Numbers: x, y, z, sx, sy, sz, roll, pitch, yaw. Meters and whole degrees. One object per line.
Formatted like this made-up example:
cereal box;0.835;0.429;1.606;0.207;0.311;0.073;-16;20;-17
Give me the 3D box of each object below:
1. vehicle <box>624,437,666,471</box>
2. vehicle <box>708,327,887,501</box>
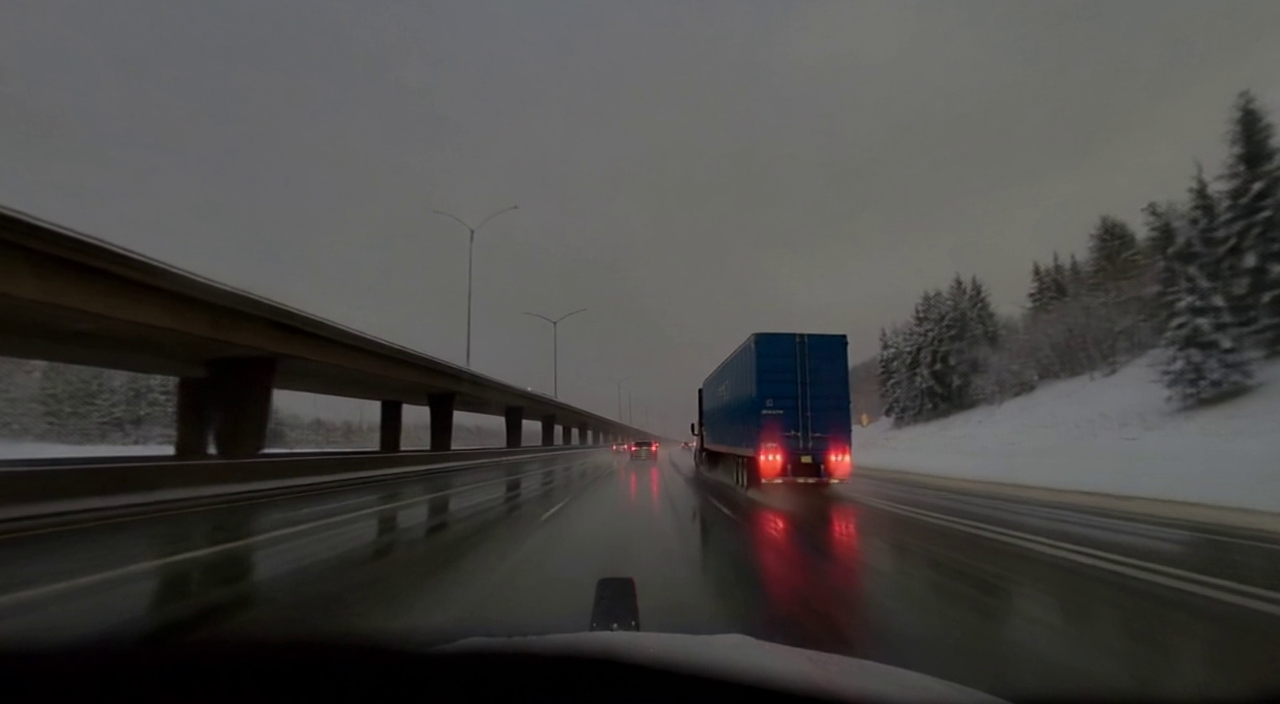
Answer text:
vehicle;0.310;5.407;33.642;2.077;1.716;4.514;0;-9;1
vehicle;4.196;2.154;19.796;2.964;4.063;10.072;0;-9;0
